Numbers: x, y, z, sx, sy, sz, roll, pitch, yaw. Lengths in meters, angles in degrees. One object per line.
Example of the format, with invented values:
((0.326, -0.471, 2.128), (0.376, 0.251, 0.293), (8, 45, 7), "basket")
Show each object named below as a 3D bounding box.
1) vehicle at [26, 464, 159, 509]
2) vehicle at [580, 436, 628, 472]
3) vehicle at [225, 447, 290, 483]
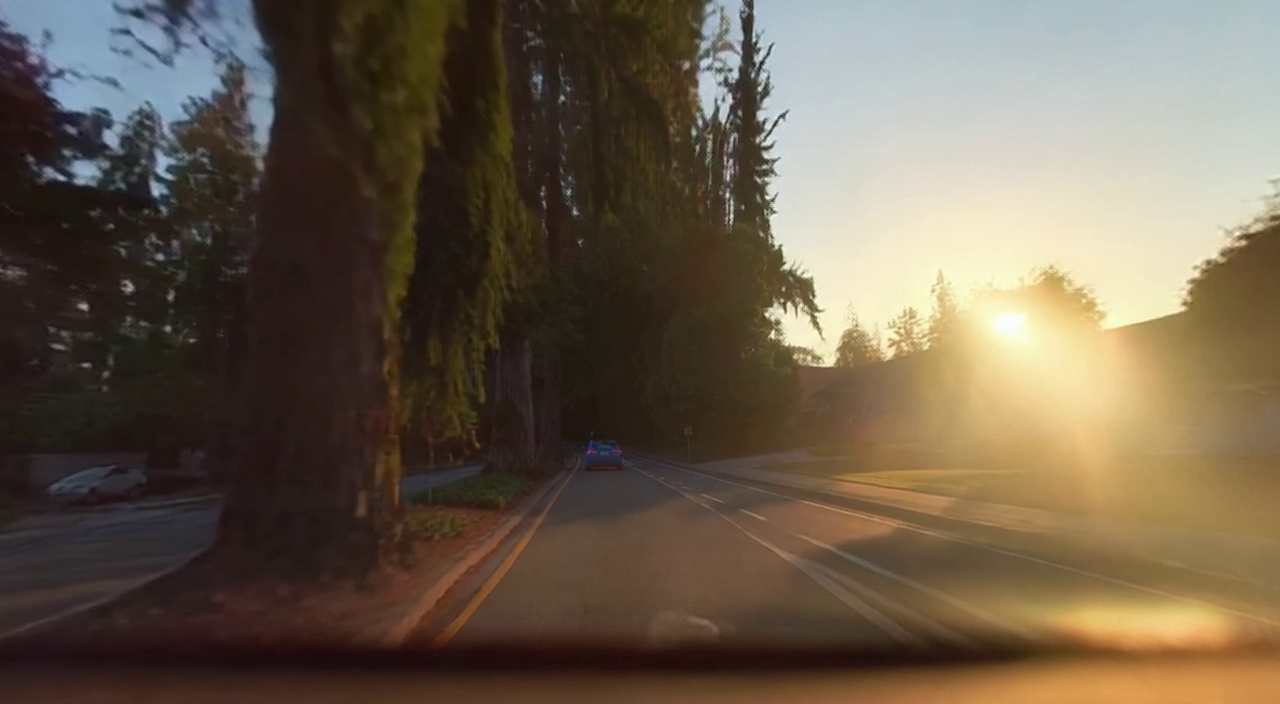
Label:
((-21.400, 5.219, 24.979), (1.792, 1.471, 4.511), (1, -9, -10), "vehicle")
((-1.890, 5.138, 31.983), (2.216, 1.708, 4.110), (1, -9, -5), "vehicle")
((-24.508, 7.197, 40.721), (2.076, 2.085, 5.241), (3, -9, -15), "vehicle")
